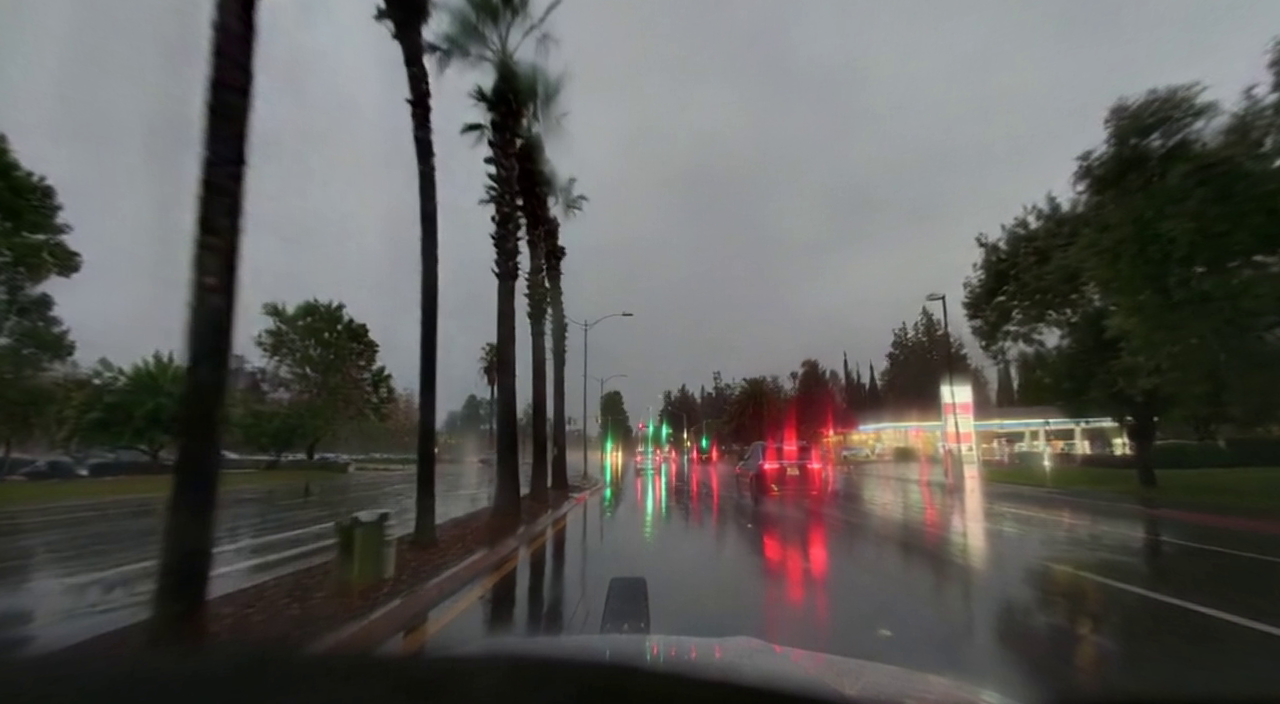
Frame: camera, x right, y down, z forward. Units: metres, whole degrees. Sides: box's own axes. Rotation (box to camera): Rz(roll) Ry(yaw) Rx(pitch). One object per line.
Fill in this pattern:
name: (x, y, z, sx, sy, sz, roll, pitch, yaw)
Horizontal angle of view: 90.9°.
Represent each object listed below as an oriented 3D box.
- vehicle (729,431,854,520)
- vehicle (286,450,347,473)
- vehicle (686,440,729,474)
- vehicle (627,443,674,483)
vehicle: (3.293, 2.747, 14.538, 1.872, 1.752, 3.896, 0, -8, 0)
vehicle: (-24.995, 8.435, 48.741, 3.782, 1.699, 1.867, 7, -11, -43)
vehicle: (4.193, 6.580, 39.858, 2.154, 1.975, 4.634, 0, -8, 0)
vehicle: (0.449, 4.984, 28.569, 1.991, 1.664, 3.814, 0, -8, 0)
